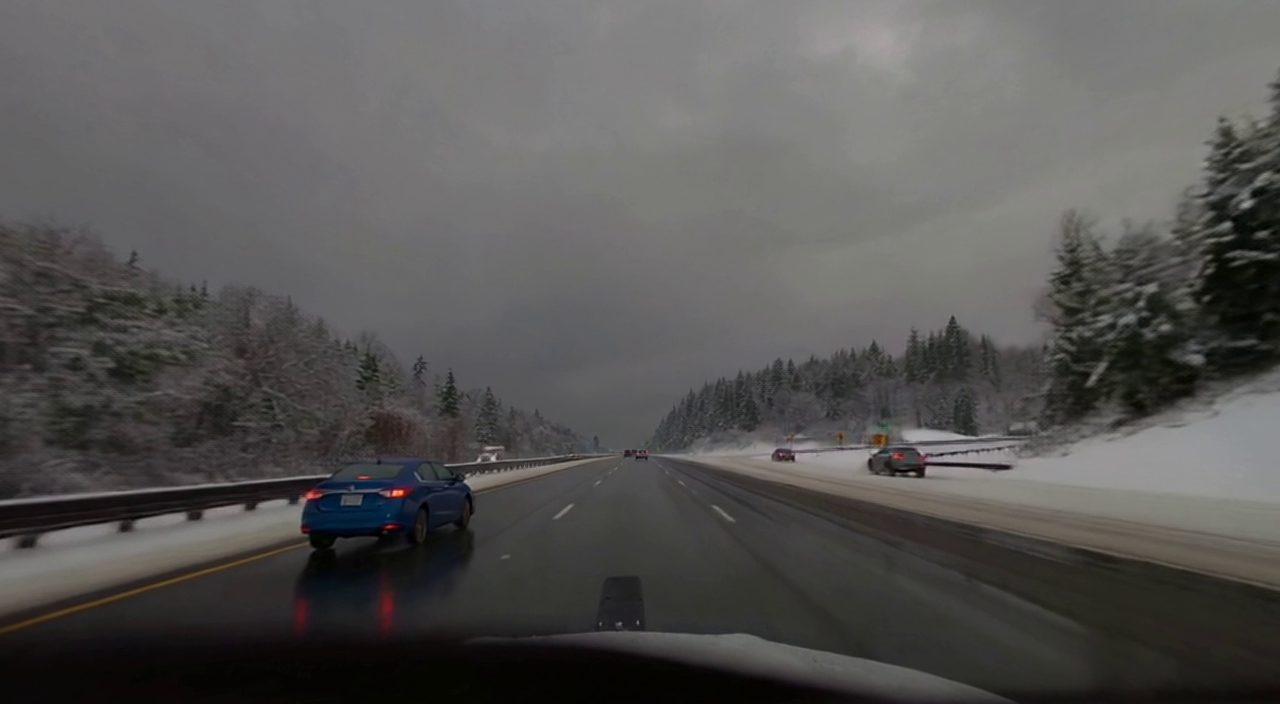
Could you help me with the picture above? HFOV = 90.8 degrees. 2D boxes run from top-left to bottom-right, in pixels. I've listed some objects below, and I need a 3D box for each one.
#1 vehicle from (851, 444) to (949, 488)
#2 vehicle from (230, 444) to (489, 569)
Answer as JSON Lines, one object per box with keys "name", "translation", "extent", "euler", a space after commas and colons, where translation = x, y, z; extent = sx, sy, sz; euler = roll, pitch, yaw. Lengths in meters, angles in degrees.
{"name": "vehicle", "translation": [9.752, 4.320, 24.137], "extent": [1.884, 1.485, 4.600], "euler": [-1, -9, 2]}
{"name": "vehicle", "translation": [-3.853, 2.191, 9.752], "extent": [1.873, 1.438, 4.546], "euler": [0, -9, 1]}
